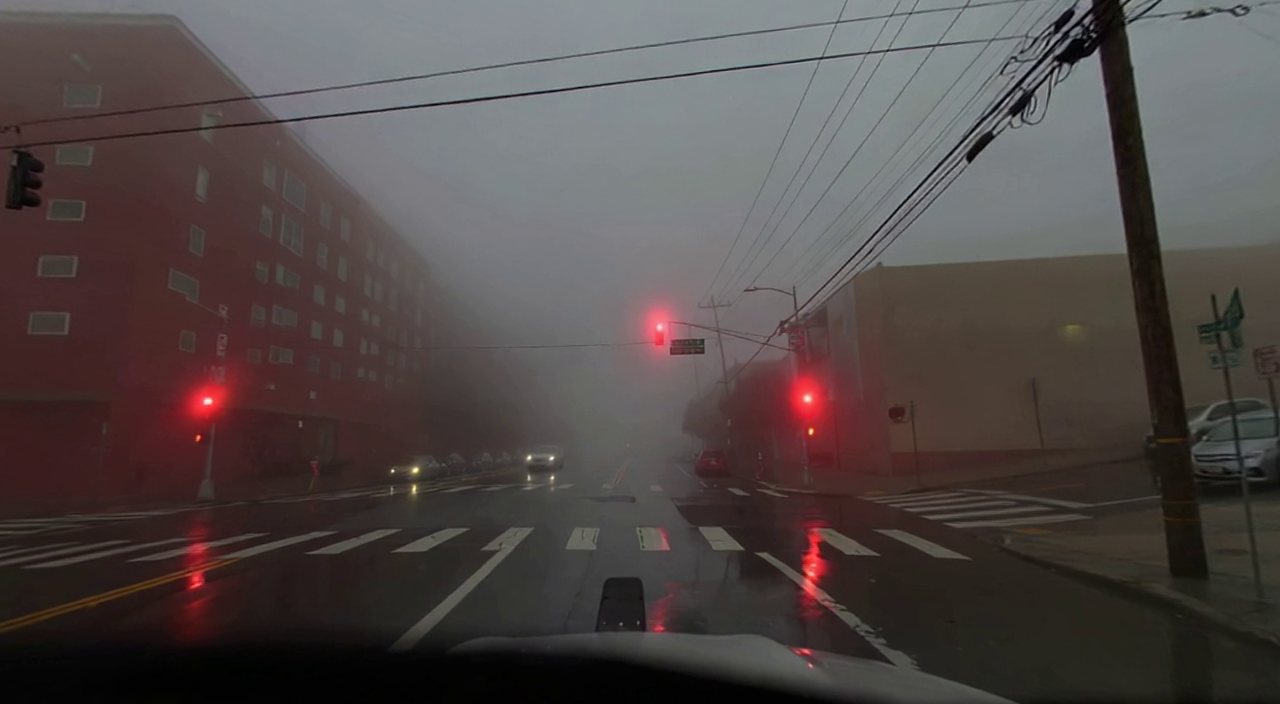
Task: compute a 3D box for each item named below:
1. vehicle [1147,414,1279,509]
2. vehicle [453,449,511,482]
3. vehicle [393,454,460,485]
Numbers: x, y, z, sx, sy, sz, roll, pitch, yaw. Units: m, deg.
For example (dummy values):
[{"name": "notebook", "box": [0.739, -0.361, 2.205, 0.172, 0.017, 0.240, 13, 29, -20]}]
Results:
[{"name": "vehicle", "box": [12.781, 2.197, 12.775, 3.234, 1.746, 1.941, 0, -9, 1]}, {"name": "vehicle", "box": [-8.723, 6.296, 35.140, 2.020, 1.672, 3.842, 0, -9, 3]}, {"name": "vehicle", "box": [-12.031, 6.618, 35.808, 1.943, 1.574, 4.727, 0, -9, 3]}]
